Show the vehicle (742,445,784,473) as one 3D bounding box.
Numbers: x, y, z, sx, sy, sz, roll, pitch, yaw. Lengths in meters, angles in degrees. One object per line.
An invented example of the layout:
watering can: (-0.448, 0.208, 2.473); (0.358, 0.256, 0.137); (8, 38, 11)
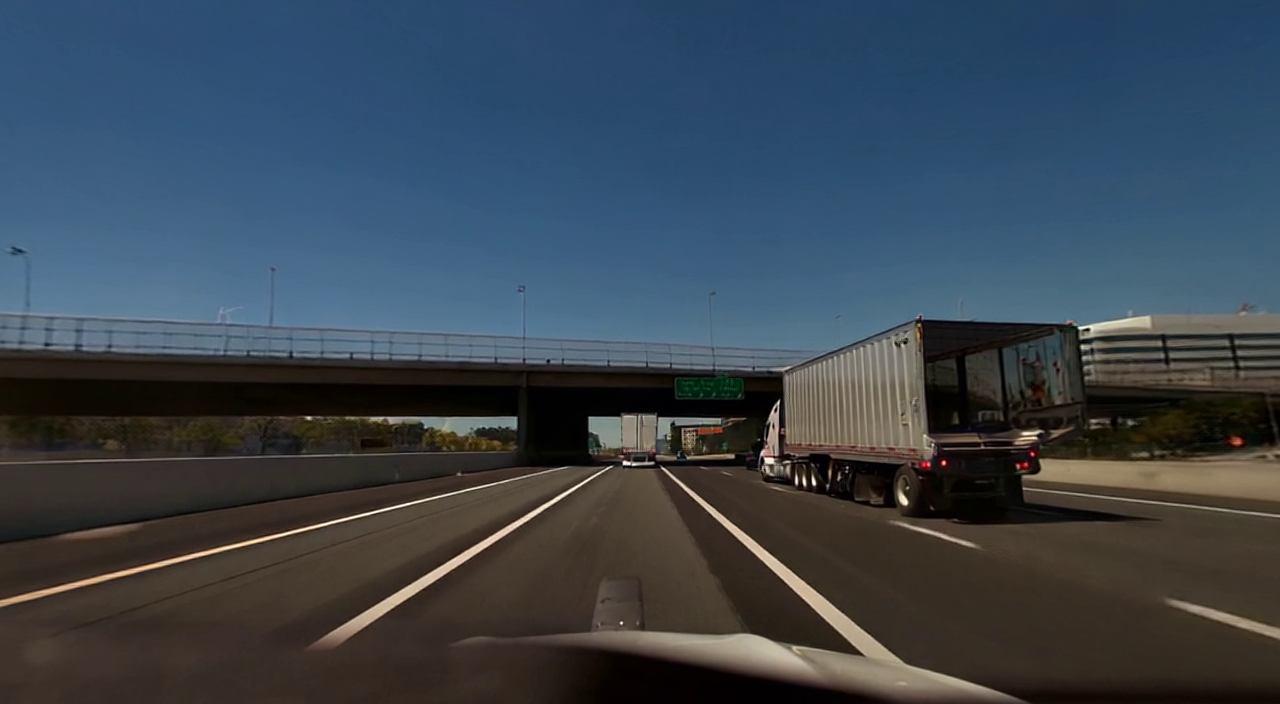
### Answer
vehicle: (7.240, 6.331, 37.451); (1.687, 1.503, 3.688); (0, -9, 0)
